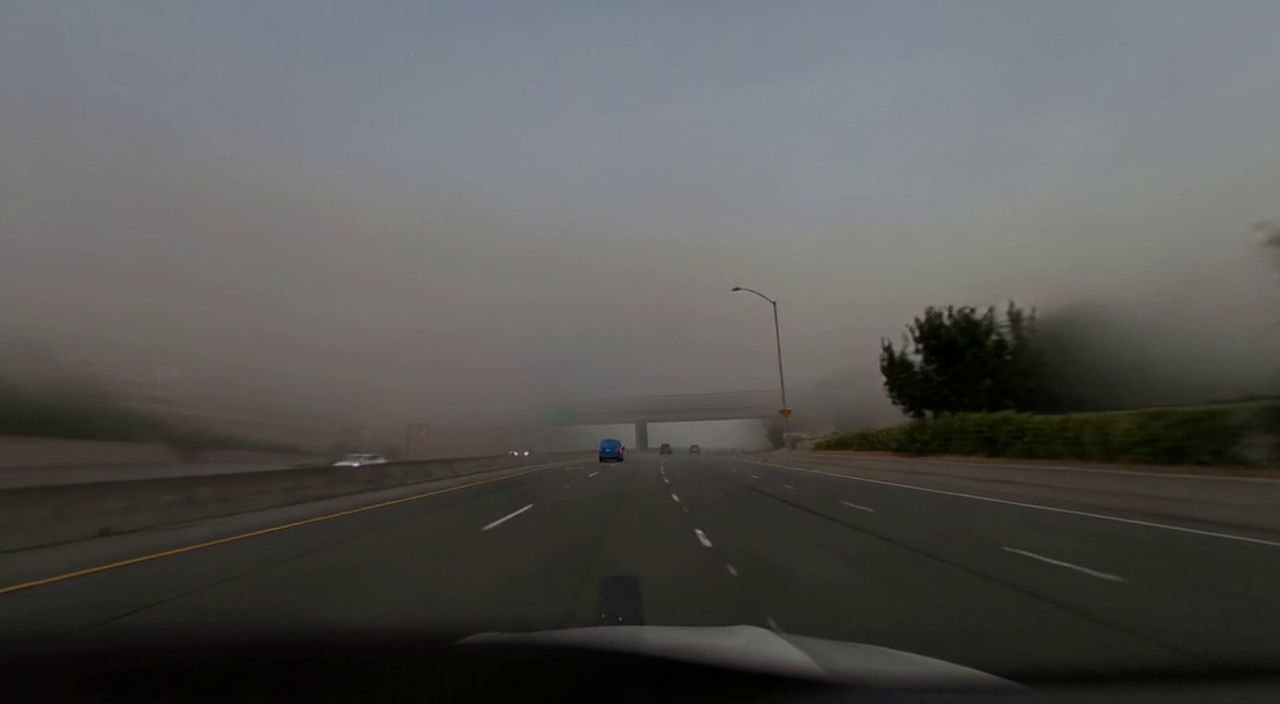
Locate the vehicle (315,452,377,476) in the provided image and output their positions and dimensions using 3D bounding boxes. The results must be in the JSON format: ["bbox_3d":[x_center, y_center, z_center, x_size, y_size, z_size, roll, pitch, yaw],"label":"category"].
[{"bbox_3d":[-20.090,7.638,43.342,2.041,1.479,4.244,-1,-8,3],"label":"vehicle"}]
